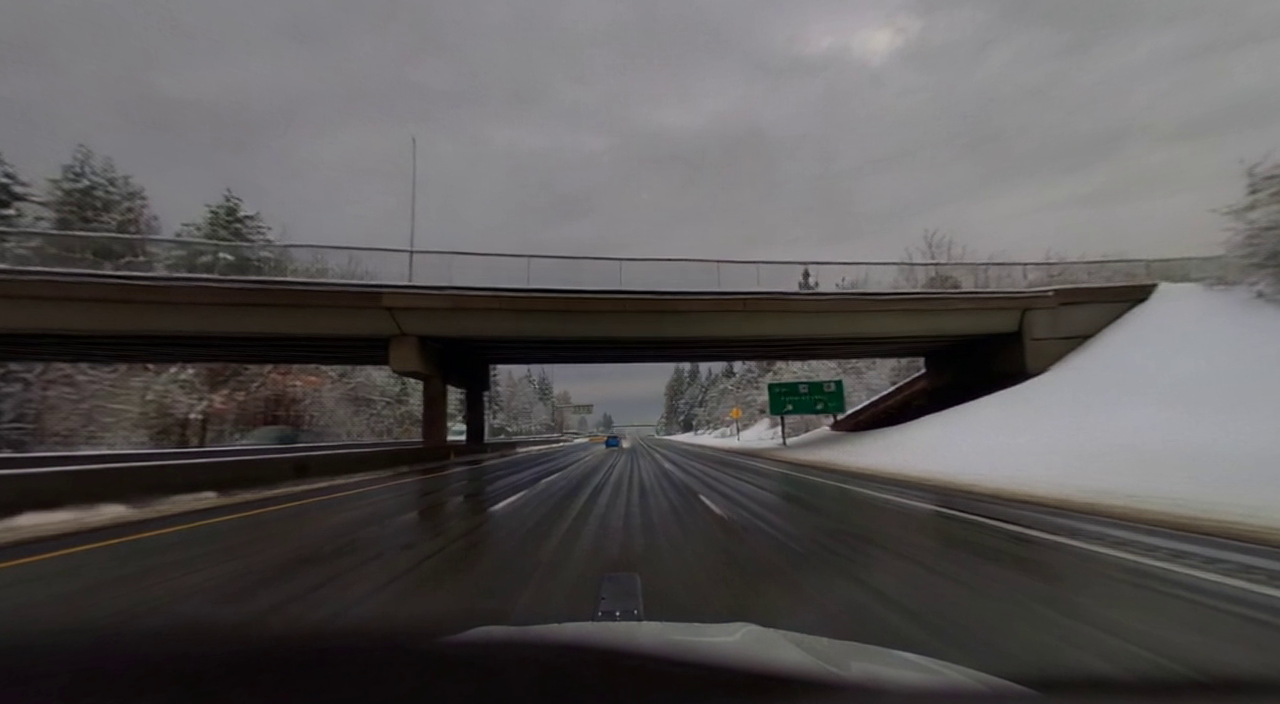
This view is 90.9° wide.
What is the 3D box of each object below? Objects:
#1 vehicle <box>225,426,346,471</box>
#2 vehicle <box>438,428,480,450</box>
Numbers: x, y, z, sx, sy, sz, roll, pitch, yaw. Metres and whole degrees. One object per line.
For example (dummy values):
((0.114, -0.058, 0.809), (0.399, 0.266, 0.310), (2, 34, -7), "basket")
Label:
((-13.304, 3.643, 24.046), (2.053, 1.538, 4.491), (0, -8, -1), "vehicle")
((-13.611, 6.566, 47.628), (1.869, 1.601, 4.415), (0, -8, -1), "vehicle")
